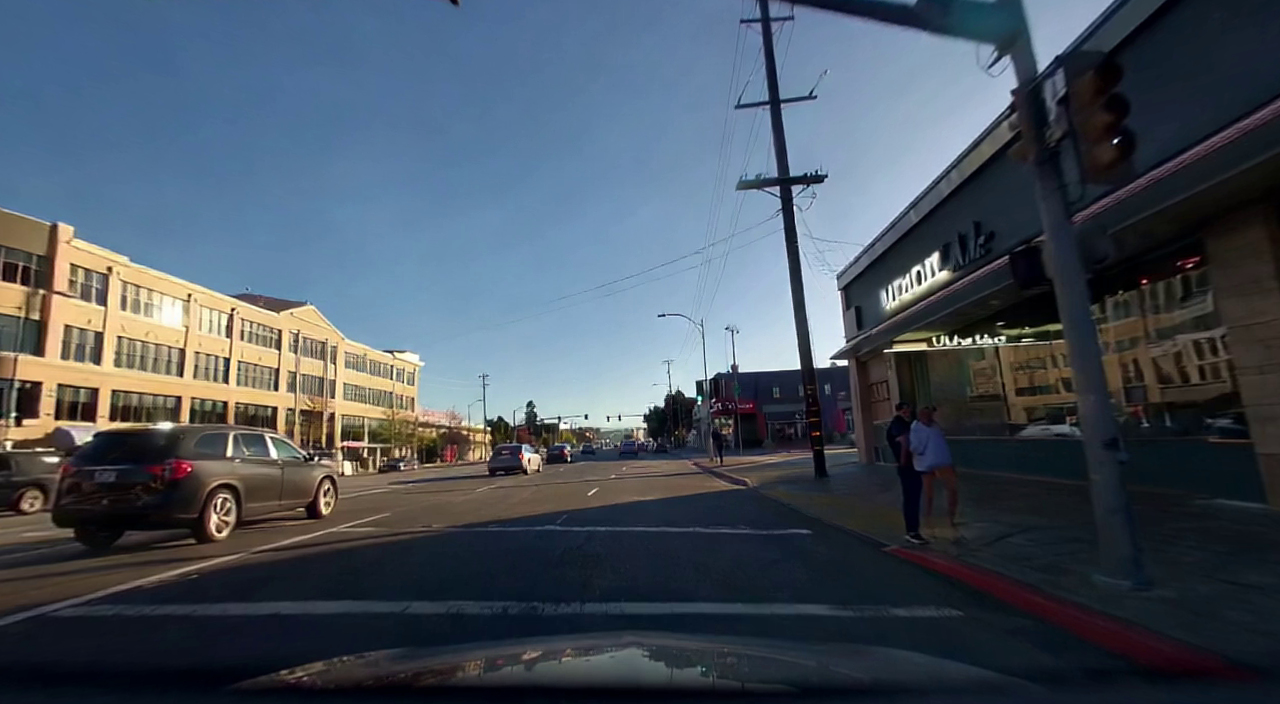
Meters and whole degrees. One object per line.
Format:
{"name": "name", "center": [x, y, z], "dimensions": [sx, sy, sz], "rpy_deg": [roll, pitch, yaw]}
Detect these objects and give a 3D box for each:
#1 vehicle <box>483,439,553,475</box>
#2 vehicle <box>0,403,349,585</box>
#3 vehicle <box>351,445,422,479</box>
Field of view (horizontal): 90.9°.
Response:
{"name": "vehicle", "center": [-5.443, 4.749, 28.739], "dimensions": [2.030, 1.488, 4.650], "rpy_deg": [-1, -8, 3]}
{"name": "vehicle", "center": [-6.072, 1.693, 8.380], "dimensions": [2.007, 1.698, 4.759], "rpy_deg": [0, -8, 1]}
{"name": "vehicle", "center": [-13.470, 5.848, 33.762], "dimensions": [1.902, 1.657, 4.223], "rpy_deg": [-1, -8, 2]}
